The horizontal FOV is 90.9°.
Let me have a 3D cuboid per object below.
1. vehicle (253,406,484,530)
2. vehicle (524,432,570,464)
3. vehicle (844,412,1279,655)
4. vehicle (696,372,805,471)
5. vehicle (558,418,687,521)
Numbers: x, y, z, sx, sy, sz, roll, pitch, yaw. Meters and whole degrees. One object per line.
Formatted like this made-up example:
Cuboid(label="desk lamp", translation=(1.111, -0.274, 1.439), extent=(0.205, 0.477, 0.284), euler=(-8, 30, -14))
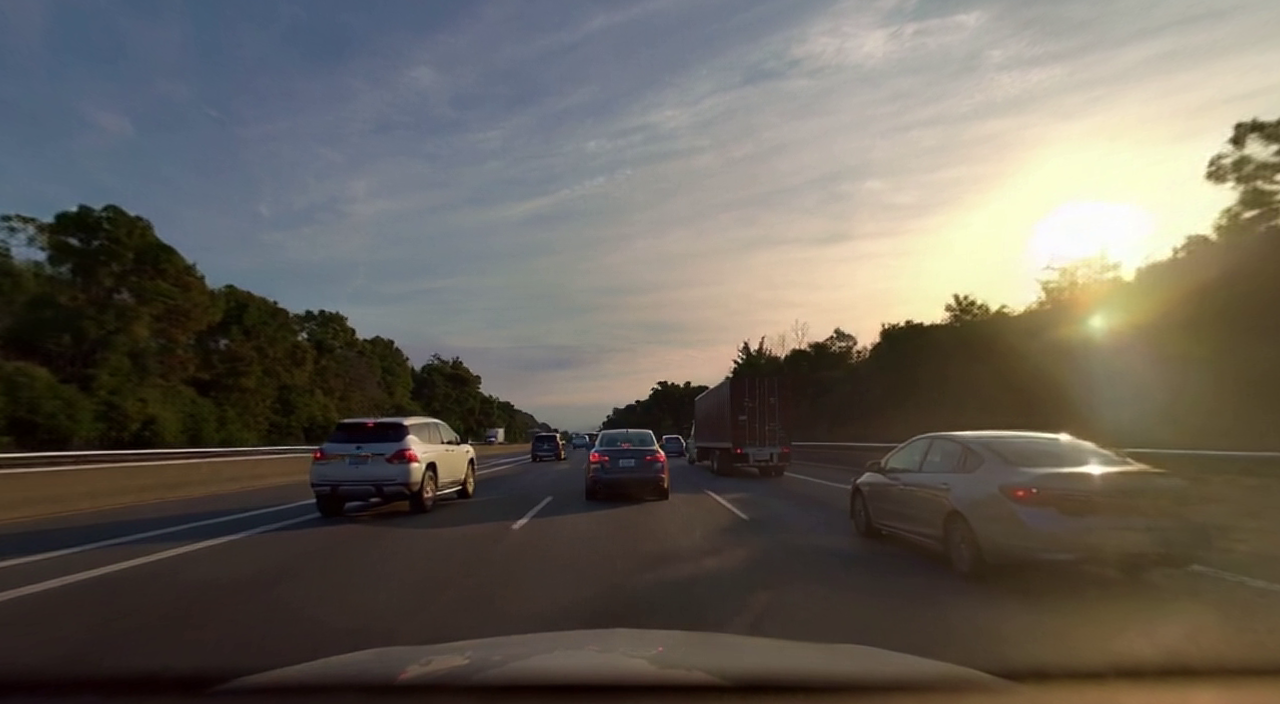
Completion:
Cuboid(label="vehicle", translation=(-4.466, 1.978, 11.412), extent=(2.101, 1.767, 4.702), euler=(0, -8, 0))
Cuboid(label="vehicle", translation=(-5.086, 5.304, 34.891), extent=(1.971, 1.648, 3.983), euler=(0, -8, -1))
Cuboid(label="vehicle", translation=(3.598, 1.386, 5.926), extent=(1.951, 1.477, 3.963), euler=(0, -8, -1))
Cuboid(label="vehicle", translation=(5.279, 3.869, 33.648), extent=(2.888, 4.135, 14.071), euler=(0, -8, -2))
Cuboid(label="vehicle", translation=(-0.326, 2.163, 12.159), extent=(2.083, 1.647, 3.799), euler=(0, -8, -1))
